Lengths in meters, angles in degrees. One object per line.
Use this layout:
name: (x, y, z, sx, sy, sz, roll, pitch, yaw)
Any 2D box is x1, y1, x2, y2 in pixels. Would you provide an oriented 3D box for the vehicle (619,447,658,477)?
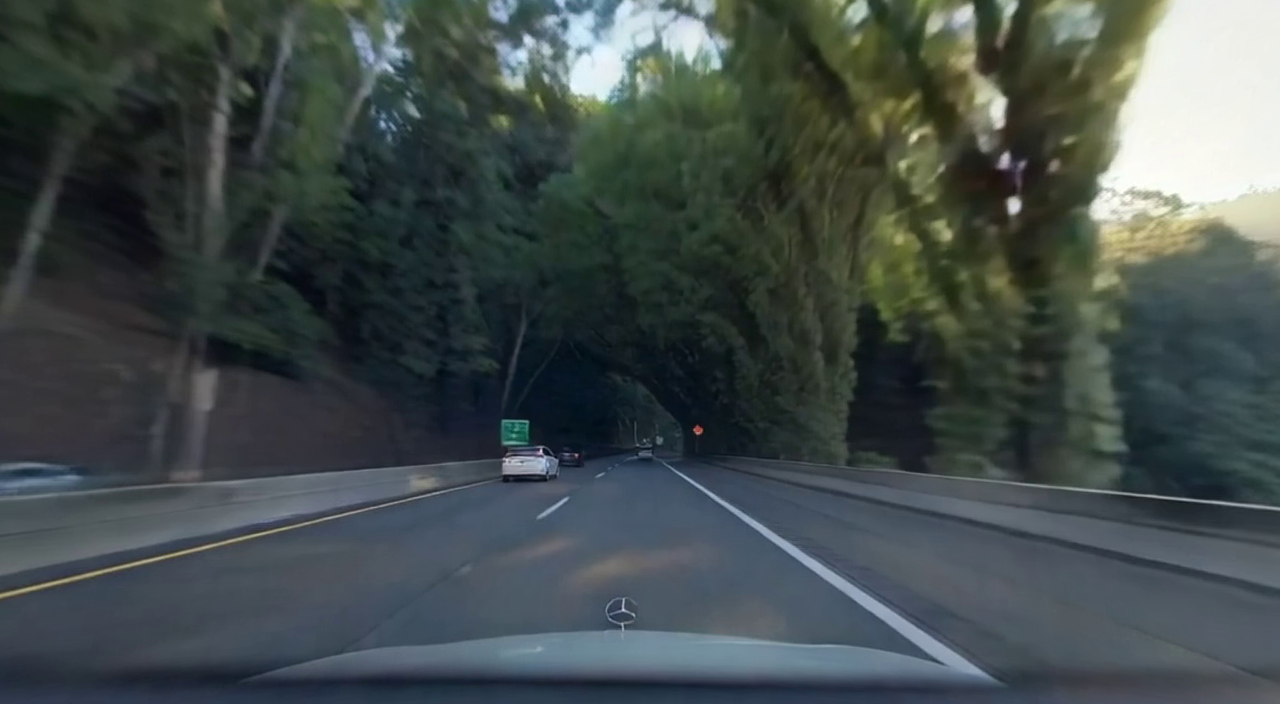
vehicle: (-0.081, 5.948, 34.282, 2.001, 1.490, 3.914, 0, -9, 0)

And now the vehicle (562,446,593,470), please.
vehicle: (-4.505, 7.689, 45.690, 1.834, 1.615, 3.624, 0, -9, 0)

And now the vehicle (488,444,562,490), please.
vehicle: (-4.127, 4.201, 23.311, 1.978, 1.538, 3.755, 0, -9, 1)
